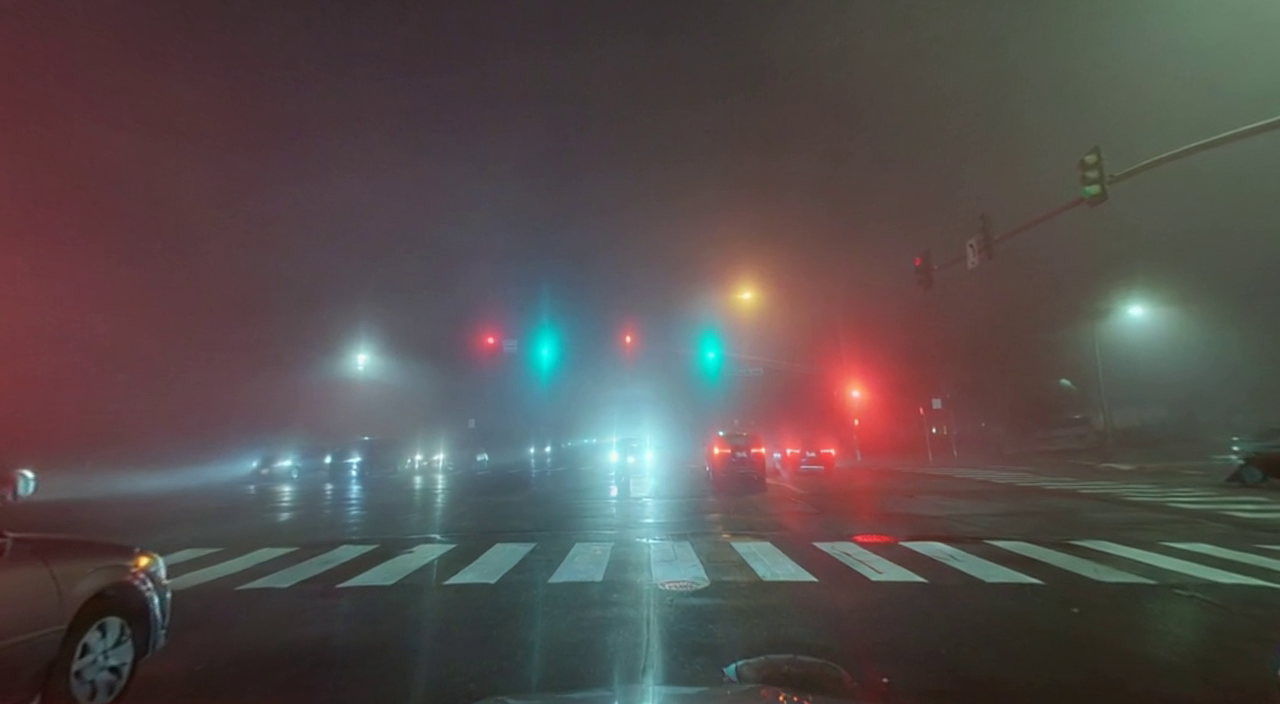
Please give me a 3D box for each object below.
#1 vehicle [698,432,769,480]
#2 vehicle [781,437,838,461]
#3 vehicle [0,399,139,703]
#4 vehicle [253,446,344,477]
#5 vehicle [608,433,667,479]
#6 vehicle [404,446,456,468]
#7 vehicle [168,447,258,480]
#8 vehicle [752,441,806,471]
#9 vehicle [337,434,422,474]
[{"bbox_3d":[3.581,4.068,24.889,2.097,1.707,4.461,0,-8,0],"label":"vehicle"},{"bbox_3d":[13.330,7.695,49.926,2.171,1.786,4.943,2,-9,-14],"label":"vehicle"},{"bbox_3d":[-3.609,0.723,1.037,1.941,1.492,4.399,0,-8,0],"label":"vehicle"},{"bbox_3d":[-17.566,5.633,32.680,2.086,1.458,4.457,0,-8,2],"label":"vehicle"},{"bbox_3d":[-0.092,4.257,26.026,2.215,1.749,3.976,0,-8,0],"label":"vehicle"},{"bbox_3d":[-14.094,7.050,42.502,1.926,1.325,4.162,0,-8,2],"label":"vehicle"},{"bbox_3d":[-20.798,5.410,30.863,1.800,1.511,3.631,0,-8,1],"label":"vehicle"},{"bbox_3d":[7.144,5.362,32.802,1.847,1.432,4.039,0,-8,0],"label":"vehicle"},{"bbox_3d":[-14.012,5.518,34.282,2.196,1.961,5.359,0,-8,2],"label":"vehicle"}]
